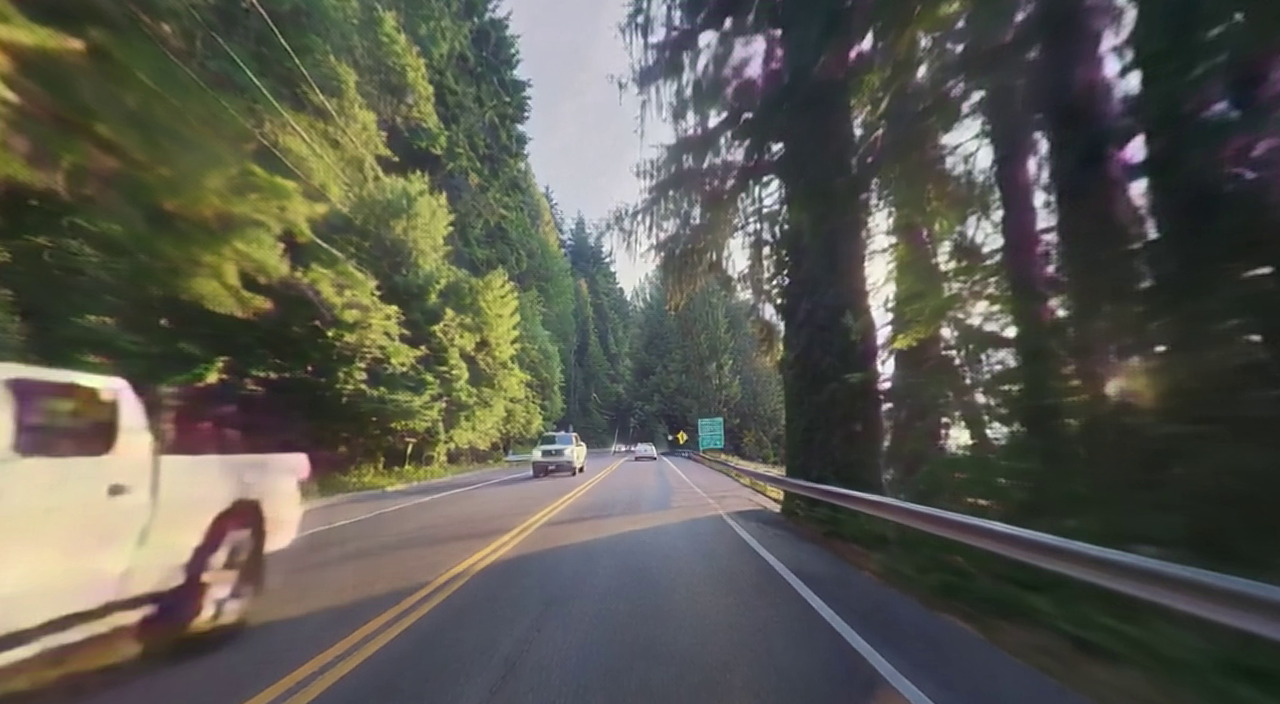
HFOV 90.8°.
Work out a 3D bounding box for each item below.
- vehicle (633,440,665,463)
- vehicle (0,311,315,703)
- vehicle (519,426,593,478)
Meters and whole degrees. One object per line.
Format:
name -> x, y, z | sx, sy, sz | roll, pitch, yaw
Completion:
vehicle -> 0.619, 6.749, 43.042 | 2.067, 1.486, 3.861 | 0, -9, 0
vehicle -> -4.264, 0.832, 2.983 | 2.461, 2.030, 5.478 | 0, -9, 1
vehicle -> -3.664, 4.561, 28.898 | 2.441, 2.113, 5.738 | 0, -9, 1
